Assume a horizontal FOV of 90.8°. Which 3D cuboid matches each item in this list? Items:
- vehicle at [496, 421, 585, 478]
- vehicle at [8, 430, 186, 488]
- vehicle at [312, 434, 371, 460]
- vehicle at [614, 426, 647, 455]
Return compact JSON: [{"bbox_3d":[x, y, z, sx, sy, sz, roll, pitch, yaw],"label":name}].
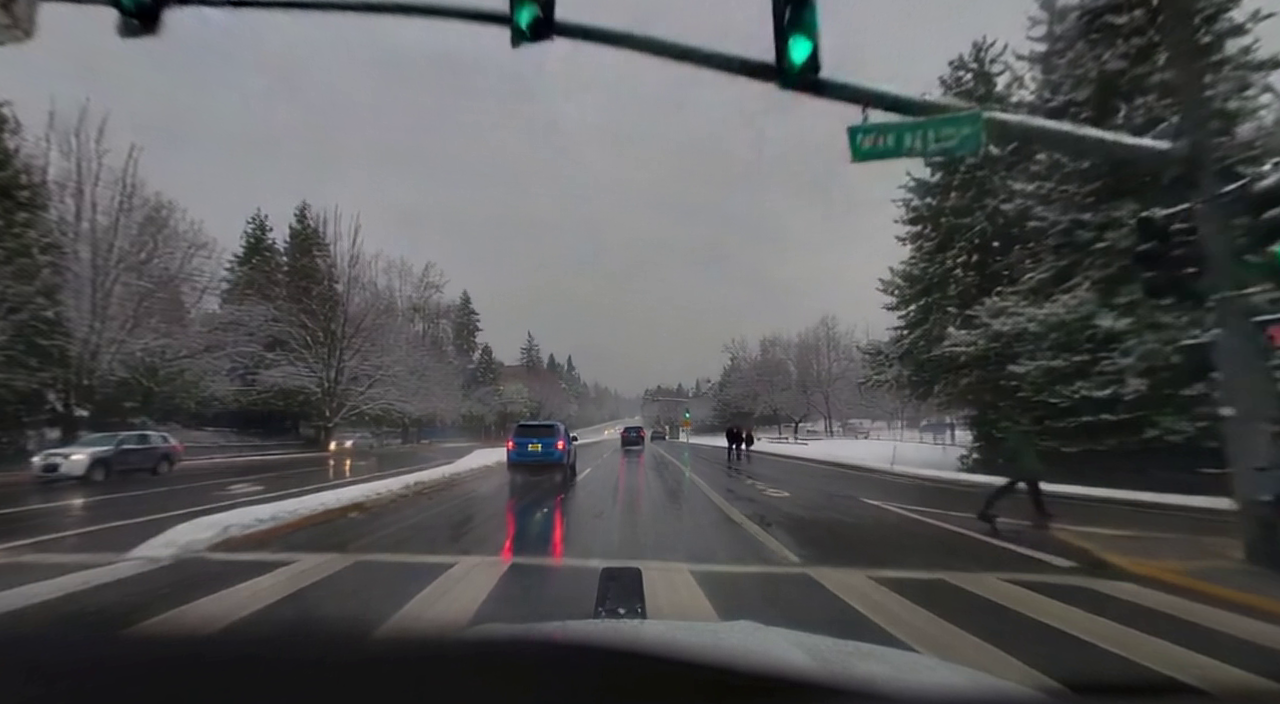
[{"bbox_3d":[-3.180,3.234,21.150,2.174,1.703,4.231,0,-8,1],"label":"vehicle"},{"bbox_3d":[-19.558,3.838,23.172,2.090,1.868,4.941,0,-8,0],"label":"vehicle"},{"bbox_3d":[-19.751,6.308,42.007,1.902,1.625,4.095,0,-8,0],"label":"vehicle"},{"bbox_3d":[-0.657,5.857,41.657,2.077,1.773,4.257,0,-8,-1],"label":"vehicle"}]
